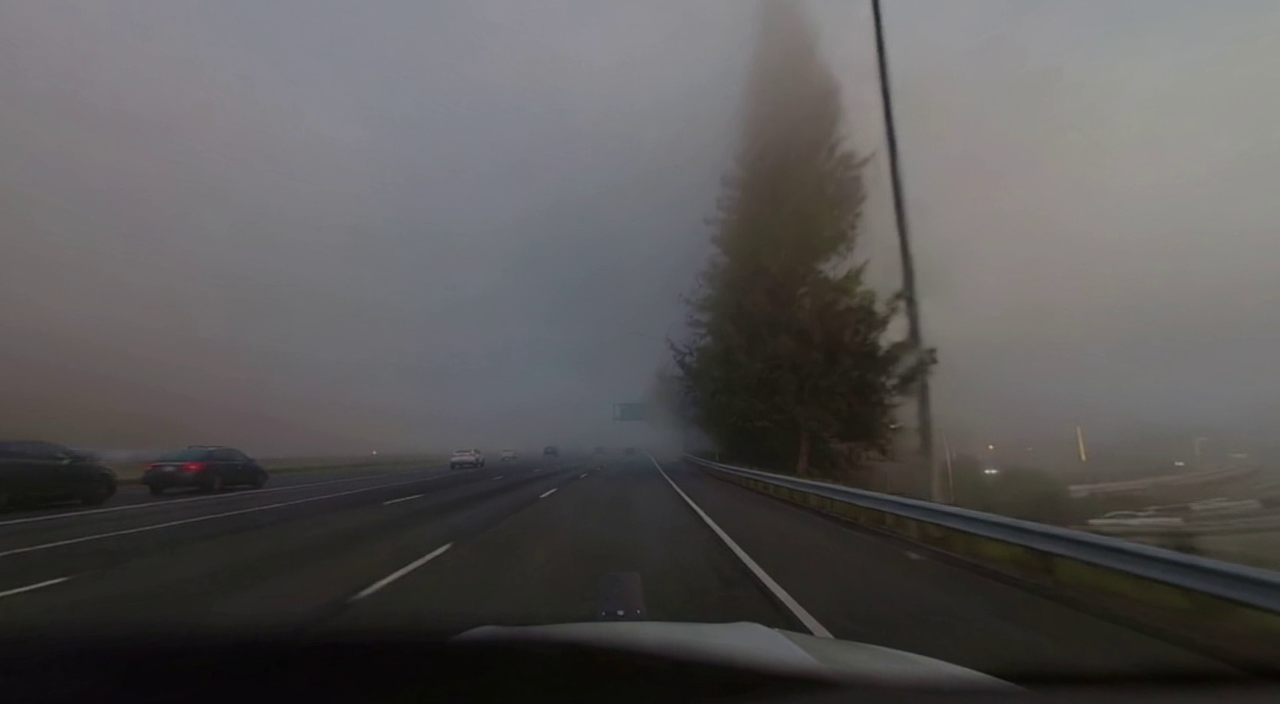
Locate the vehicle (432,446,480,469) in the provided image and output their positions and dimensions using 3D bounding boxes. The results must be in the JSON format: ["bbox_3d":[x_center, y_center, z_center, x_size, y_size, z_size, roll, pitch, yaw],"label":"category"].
[{"bbox_3d":[-12.830,7.372,44.371,2.271,1.537,4.029,0,-9,-2],"label":"vehicle"}]

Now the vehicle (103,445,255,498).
[{"bbox_3d":[-14.862,3.845,20.758,1.829,1.520,4.505,0,-9,-4],"label":"vehicle"}]
